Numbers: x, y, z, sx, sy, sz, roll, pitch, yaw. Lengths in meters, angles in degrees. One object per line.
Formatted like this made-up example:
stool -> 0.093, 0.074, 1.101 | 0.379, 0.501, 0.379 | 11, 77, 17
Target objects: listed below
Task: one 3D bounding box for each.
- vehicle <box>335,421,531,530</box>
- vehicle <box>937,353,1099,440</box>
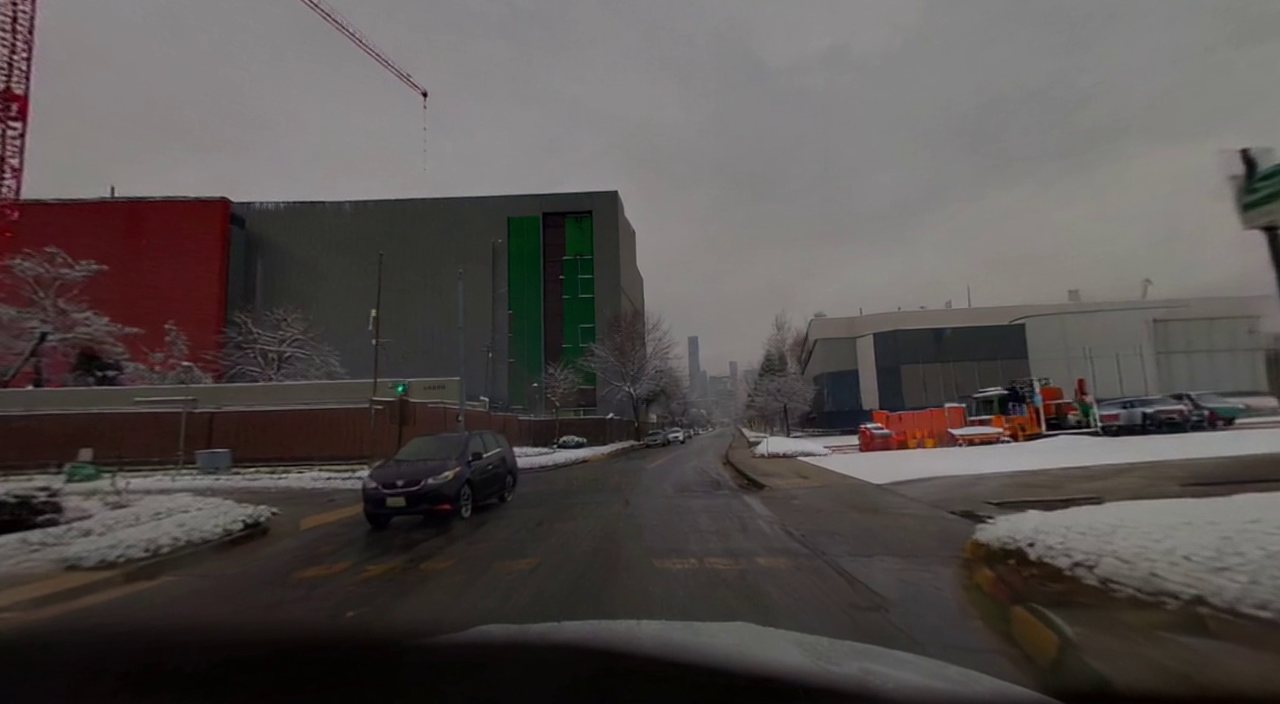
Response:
vehicle -> -3.575, 2.174, 11.846 | 1.967, 1.646, 4.192 | -1, -7, 5
vehicle -> 19.103, 2.596, 32.913 | 3.031, 3.863, 9.734 | -1, -7, 5
